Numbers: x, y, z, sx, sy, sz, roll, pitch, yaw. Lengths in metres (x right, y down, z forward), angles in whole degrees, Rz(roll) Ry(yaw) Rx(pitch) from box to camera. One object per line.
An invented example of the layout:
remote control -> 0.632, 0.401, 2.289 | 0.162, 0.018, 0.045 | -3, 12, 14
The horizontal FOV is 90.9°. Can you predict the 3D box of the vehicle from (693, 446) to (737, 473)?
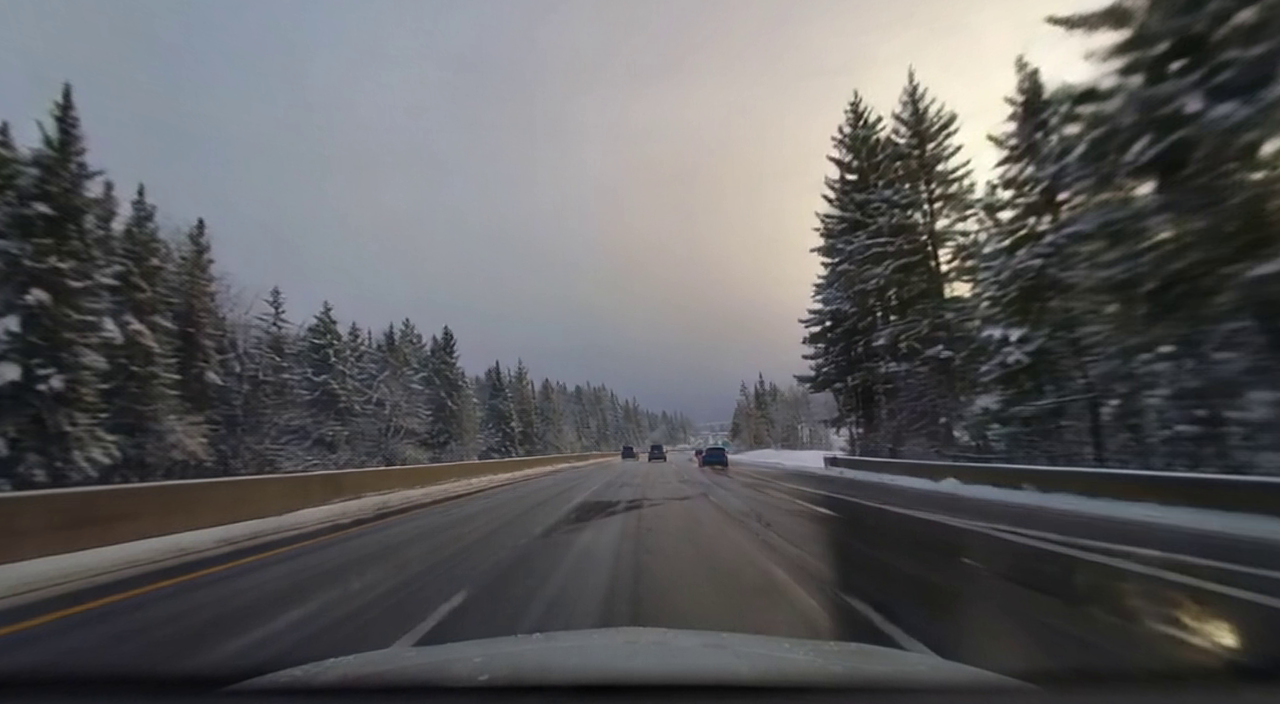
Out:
vehicle -> 4.505, 6.550, 38.530 | 2.175, 1.574, 3.943 | 0, -9, 0
